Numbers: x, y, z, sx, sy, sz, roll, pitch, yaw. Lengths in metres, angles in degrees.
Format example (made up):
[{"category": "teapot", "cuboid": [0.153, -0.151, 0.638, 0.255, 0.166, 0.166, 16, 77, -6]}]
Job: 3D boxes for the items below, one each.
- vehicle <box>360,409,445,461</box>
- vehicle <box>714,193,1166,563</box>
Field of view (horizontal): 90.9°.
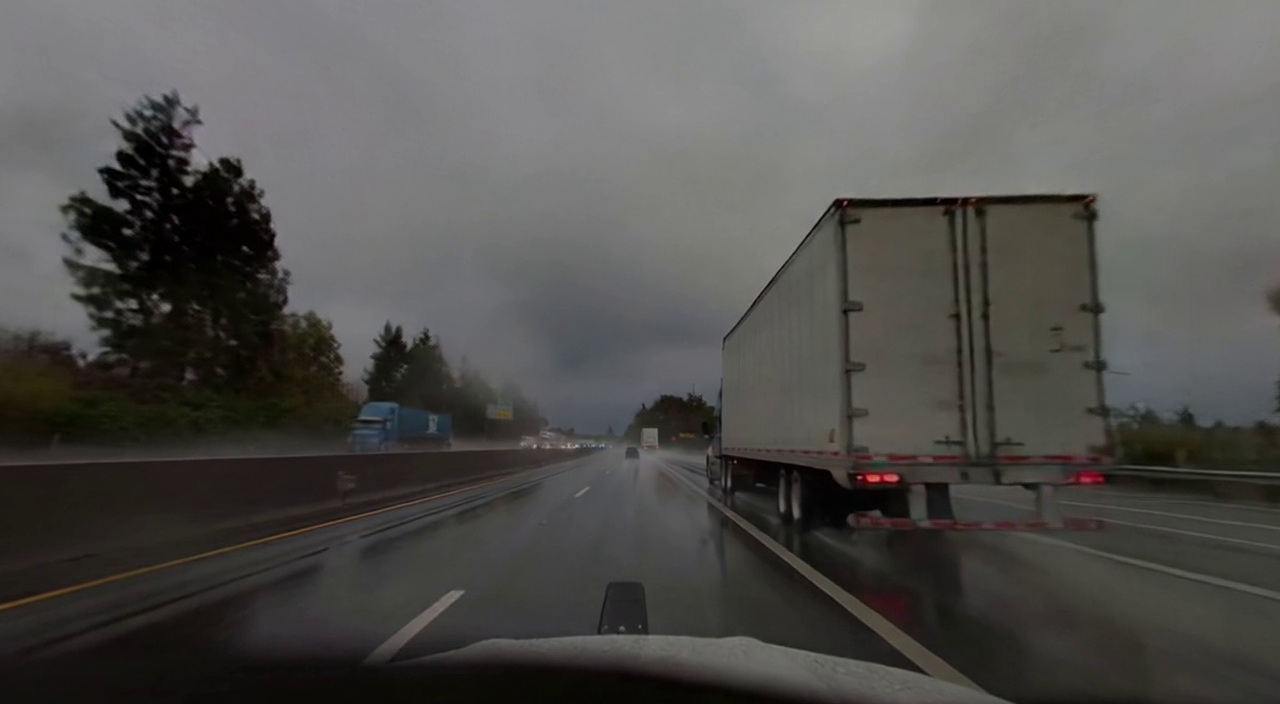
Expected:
[{"category": "vehicle", "cuboid": [-15.535, 5.585, 41.881, 2.626, 3.136, 7.570, 0, -9, 0]}, {"category": "vehicle", "cuboid": [4.134, 1.252, 14.170, 3.323, 4.262, 14.056, 0, -9, 0]}]
